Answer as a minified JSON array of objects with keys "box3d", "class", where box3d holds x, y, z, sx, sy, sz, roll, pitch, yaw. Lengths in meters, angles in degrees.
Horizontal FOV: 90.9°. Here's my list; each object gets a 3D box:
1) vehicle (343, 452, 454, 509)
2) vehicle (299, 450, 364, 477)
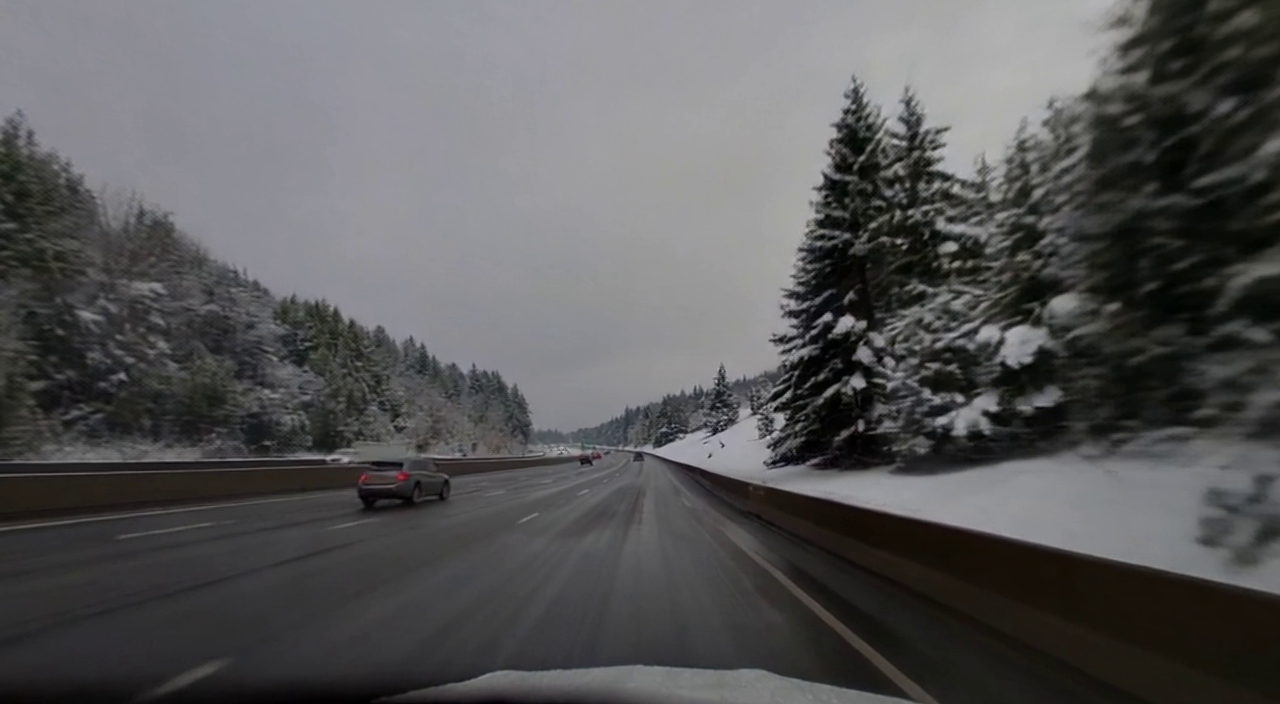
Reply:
[{"box3d":[-7.024,3.735,18.754,1.742,1.494,3.795,0,-9,0],"class":"vehicle"},{"box3d":[-21.844,7.899,44.830,2.228,1.766,4.662,0,-9,-1],"class":"vehicle"}]
